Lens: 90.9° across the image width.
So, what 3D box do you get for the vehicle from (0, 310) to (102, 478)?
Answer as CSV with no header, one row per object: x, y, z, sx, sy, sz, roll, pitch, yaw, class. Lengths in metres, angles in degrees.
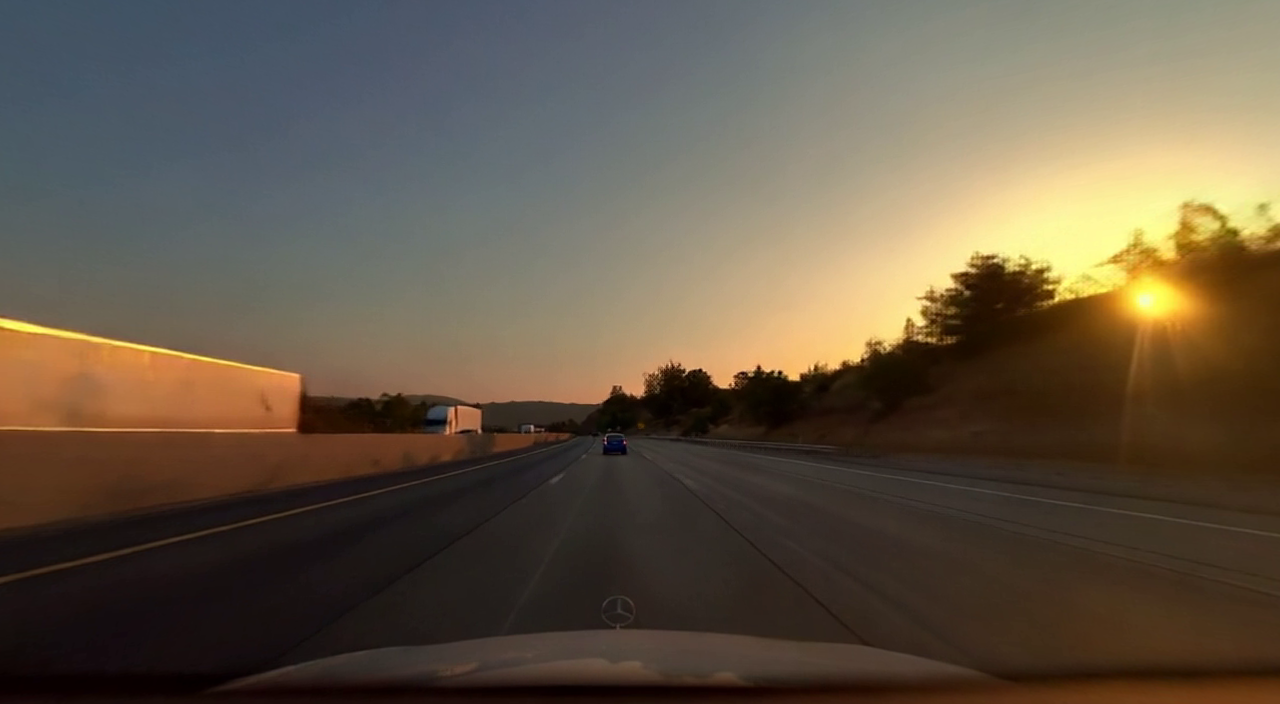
-16.434,0.954,14.443,2.992,3.902,5.828,0,-8,-2,vehicle

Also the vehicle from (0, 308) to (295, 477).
-16.855,1.794,21.106,2.915,3.951,14.819,0,-8,-3,vehicle

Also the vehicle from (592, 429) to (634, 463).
-1.415,4.799,32.302,1.997,1.589,4.179,0,-8,-4,vehicle

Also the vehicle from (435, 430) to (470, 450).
-14.045,6.591,47.428,1.682,1.409,3.563,0,-8,-3,vehicle
